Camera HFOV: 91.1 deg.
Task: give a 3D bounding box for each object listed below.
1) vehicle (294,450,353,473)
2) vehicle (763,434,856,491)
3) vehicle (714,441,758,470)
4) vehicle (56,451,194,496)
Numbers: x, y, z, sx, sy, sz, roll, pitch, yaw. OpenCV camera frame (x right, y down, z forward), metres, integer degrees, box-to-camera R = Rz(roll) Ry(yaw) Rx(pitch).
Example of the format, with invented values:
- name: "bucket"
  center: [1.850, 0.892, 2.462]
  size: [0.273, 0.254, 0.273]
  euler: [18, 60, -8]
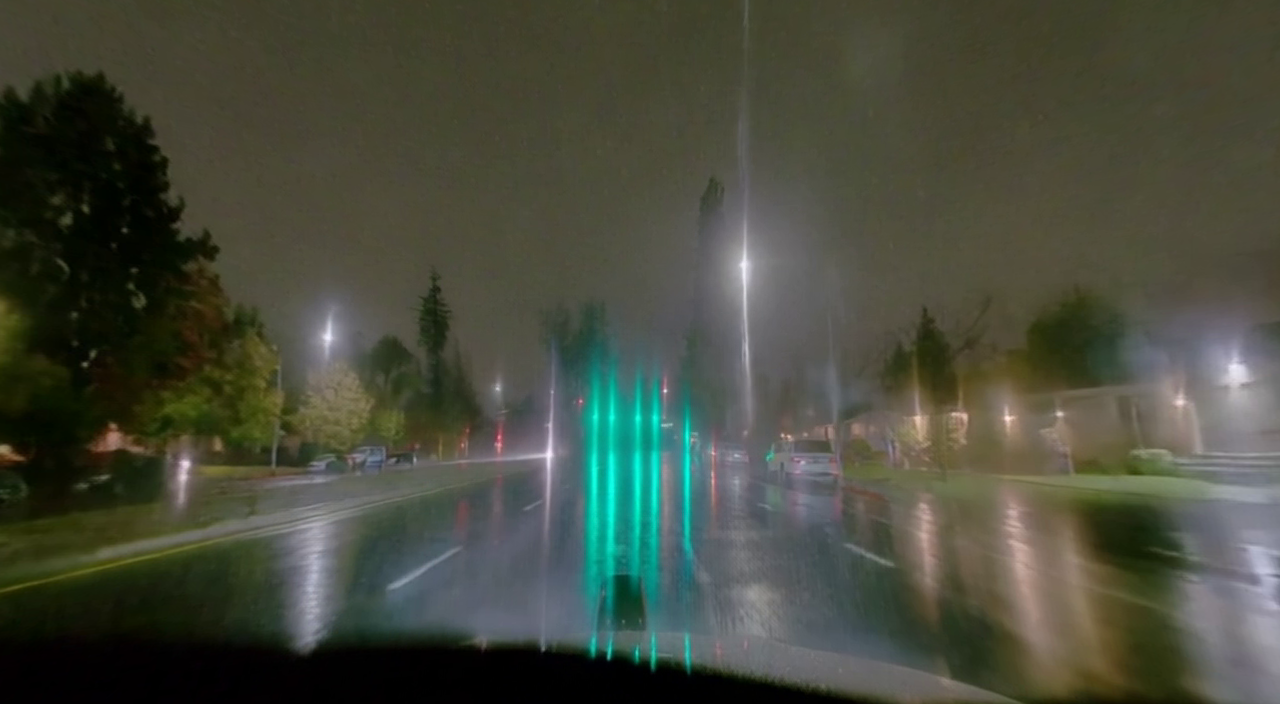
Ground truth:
- name: "vehicle"
  center: [-22.302, 7.717, 44.484]
  size: [1.883, 1.450, 4.659]
  euler: [1, -9, -2]
- name: "vehicle"
  center: [5.895, 3.890, 22.453]
  size: [2.004, 1.816, 4.585]
  euler: [0, -9, 0]
- name: "vehicle"
  center: [5.972, 6.507, 39.609]
  size: [1.918, 1.662, 4.393]
  euler: [1, -9, -2]
- name: "vehicle"
  center: [-22.002, 5.161, 27.094]
  size: [1.911, 1.473, 4.610]
  euler: [-1, -6, 3]
